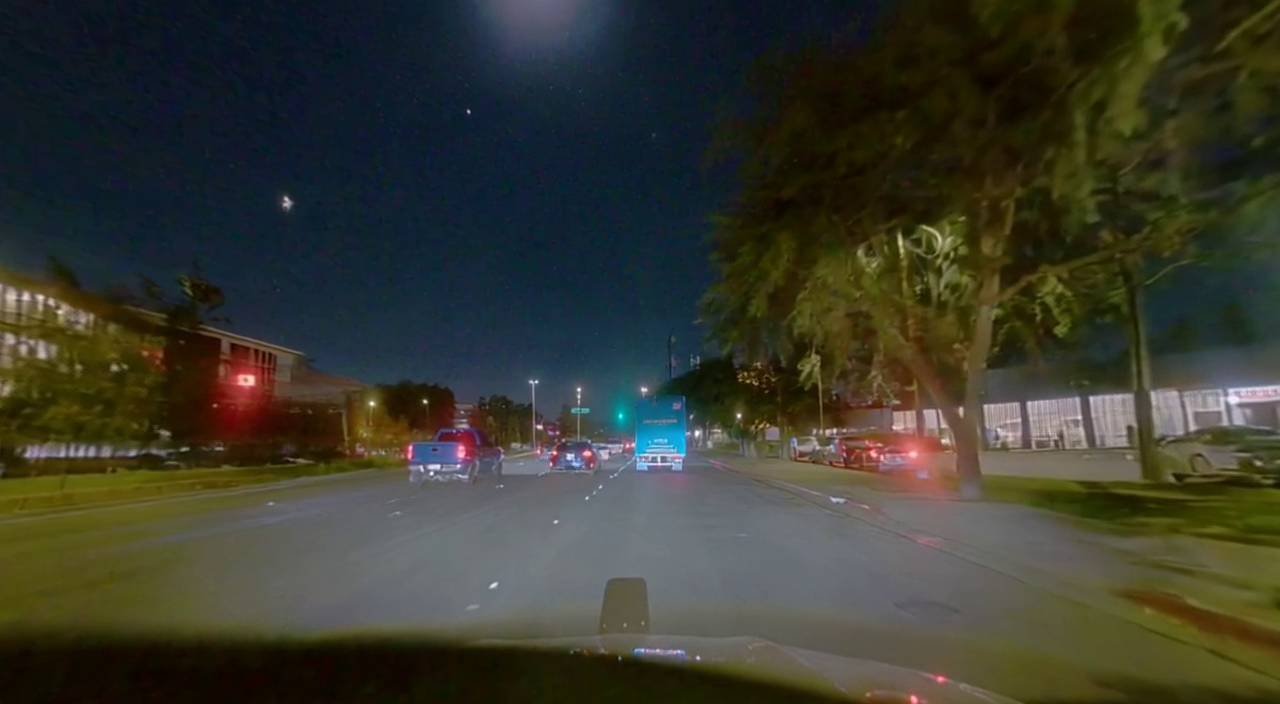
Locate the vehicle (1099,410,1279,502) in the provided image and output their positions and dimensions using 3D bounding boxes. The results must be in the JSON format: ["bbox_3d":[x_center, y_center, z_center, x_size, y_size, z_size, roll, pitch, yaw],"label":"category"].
[{"bbox_3d":[12.454,2.184,13.537,1.880,1.642,4.523,-1,-8,2],"label":"vehicle"}]

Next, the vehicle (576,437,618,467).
[{"bbox_3d":[-2.526,6.006,38.035,2.114,1.663,4.381,0,-8,2],"label":"vehicle"}]

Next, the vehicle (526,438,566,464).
[{"bbox_3d":[-6.318,6.698,42.795,1.908,1.616,4.089,0,-8,2],"label":"vehicle"}]

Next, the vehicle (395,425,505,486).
[{"bbox_3d":[-6.522,3.624,22.401,2.149,1.893,5.187,0,-8,2],"label":"vehicle"}]

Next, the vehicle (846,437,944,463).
[{"bbox_3d":[14.874,5.749,36.906,4.830,1.472,2.042,0,-8,0],"label":"vehicle"}]

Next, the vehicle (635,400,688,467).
[{"bbox_3d":[1.244,5.116,38.970,2.905,3.644,8.441,0,-8,1],"label":"vehicle"}]
